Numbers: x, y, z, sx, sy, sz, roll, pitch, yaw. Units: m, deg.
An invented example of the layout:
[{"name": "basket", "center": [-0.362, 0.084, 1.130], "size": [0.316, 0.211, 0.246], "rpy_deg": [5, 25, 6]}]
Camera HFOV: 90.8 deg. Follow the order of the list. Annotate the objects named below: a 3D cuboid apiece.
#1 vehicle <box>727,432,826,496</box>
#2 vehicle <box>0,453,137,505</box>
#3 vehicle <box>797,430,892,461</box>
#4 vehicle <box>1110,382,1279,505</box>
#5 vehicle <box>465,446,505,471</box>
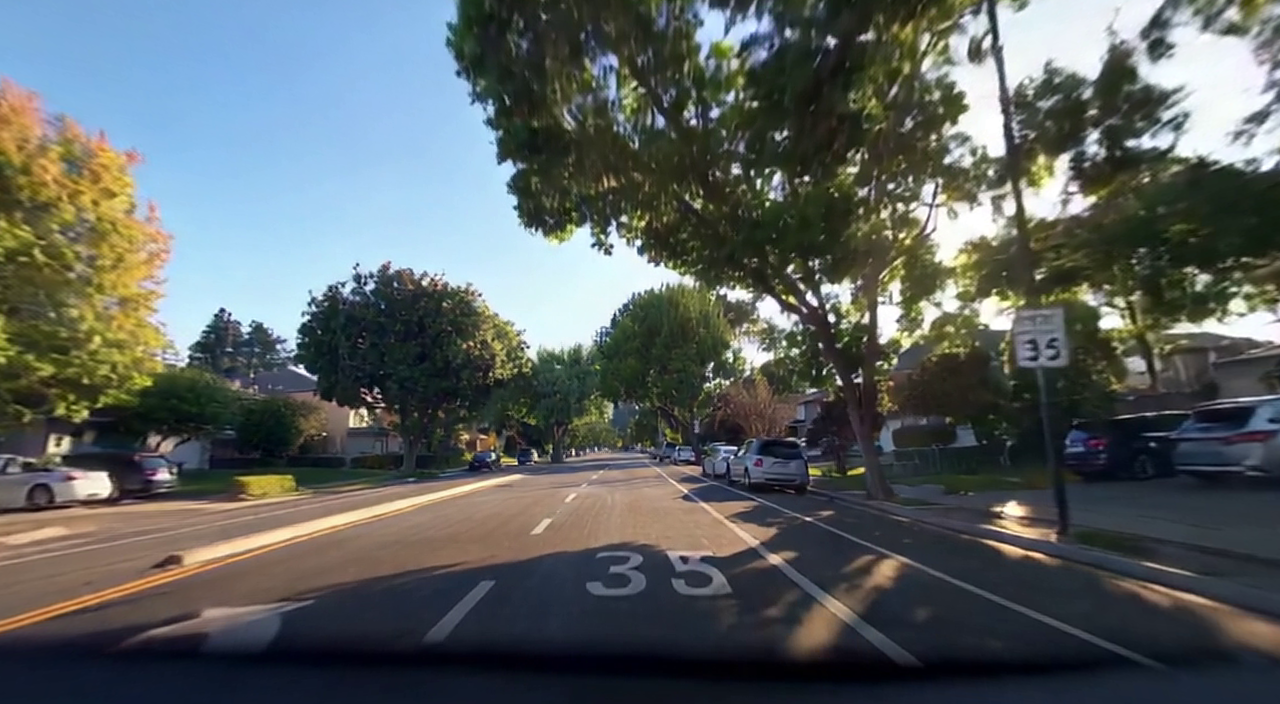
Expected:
[{"name": "vehicle", "center": [4.045, 3.388, 19.523], "size": [1.915, 1.715, 4.451], "rpy_deg": [0, -8, -2]}, {"name": "vehicle", "center": [-18.543, 3.884, 19.502], "size": [4.346, 1.490, 1.911], "rpy_deg": [0, -8, -1]}, {"name": "vehicle", "center": [12.074, 5.530, 37.491], "size": [4.912, 1.734, 2.006], "rpy_deg": [0, -8, -2]}, {"name": "vehicle", "center": [12.270, 1.619, 11.648], "size": [5.278, 1.981, 2.304], "rpy_deg": [-1, -9, -2]}, {"name": "vehicle", "center": [-11.612, 7.994, 47.750], "size": [2.091, 1.717, 4.392], "rpy_deg": [0, -8, -3]}]
